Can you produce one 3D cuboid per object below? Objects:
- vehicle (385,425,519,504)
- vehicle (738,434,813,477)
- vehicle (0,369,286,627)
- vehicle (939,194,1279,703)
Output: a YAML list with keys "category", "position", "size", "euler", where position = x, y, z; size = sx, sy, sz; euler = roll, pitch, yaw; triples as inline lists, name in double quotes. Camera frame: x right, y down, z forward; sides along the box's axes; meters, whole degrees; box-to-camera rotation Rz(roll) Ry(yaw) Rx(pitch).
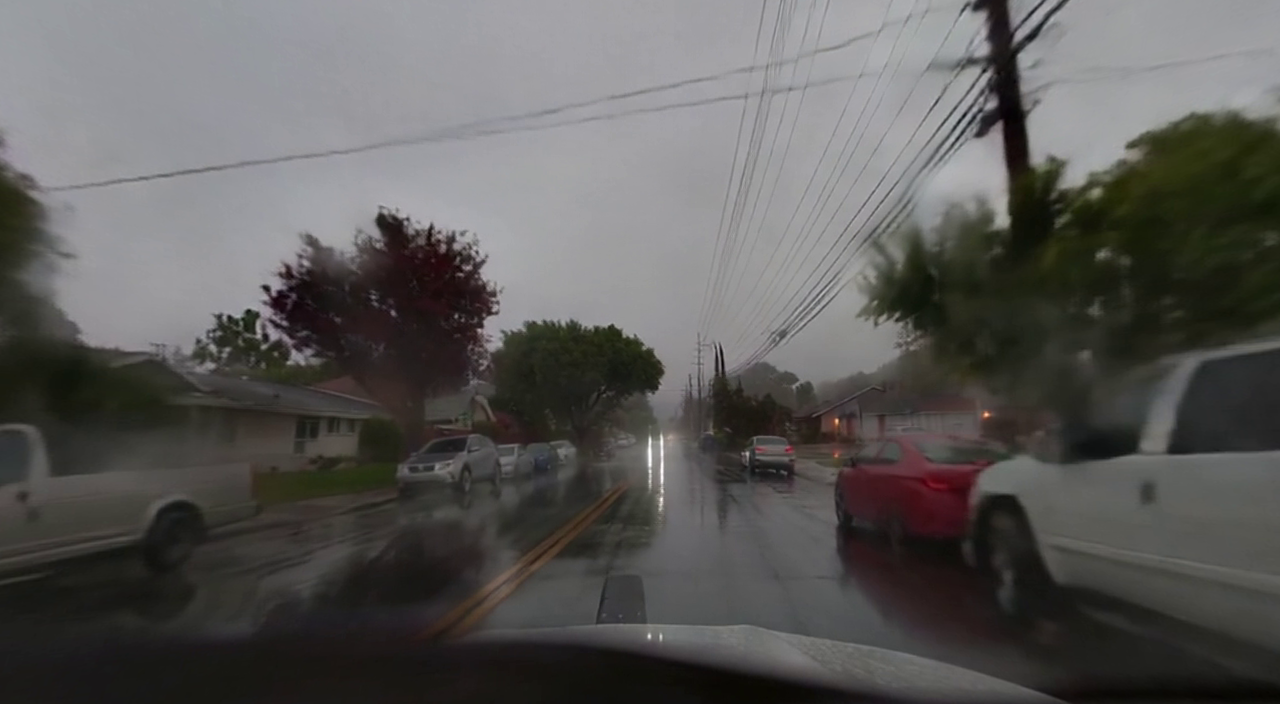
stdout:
- category: "vehicle"
  position: [-5.327, 3.266, 18.704]
  size: [2.192, 1.873, 4.985]
  euler: [-4, -9, 4]
- category: "vehicle"
  position: [5.173, 4.032, 24.827]
  size: [2.108, 1.493, 4.878]
  euler: [-1, -8, 3]
- category: "vehicle"
  position: [-6.276, 1.426, 6.247]
  size: [2.353, 2.037, 5.358]
  euler: [-4, -9, 2]
- category: "vehicle"
  position: [3.412, 0.532, 2.159]
  size: [2.397, 2.130, 5.384]
  euler: [-1, -8, 4]
